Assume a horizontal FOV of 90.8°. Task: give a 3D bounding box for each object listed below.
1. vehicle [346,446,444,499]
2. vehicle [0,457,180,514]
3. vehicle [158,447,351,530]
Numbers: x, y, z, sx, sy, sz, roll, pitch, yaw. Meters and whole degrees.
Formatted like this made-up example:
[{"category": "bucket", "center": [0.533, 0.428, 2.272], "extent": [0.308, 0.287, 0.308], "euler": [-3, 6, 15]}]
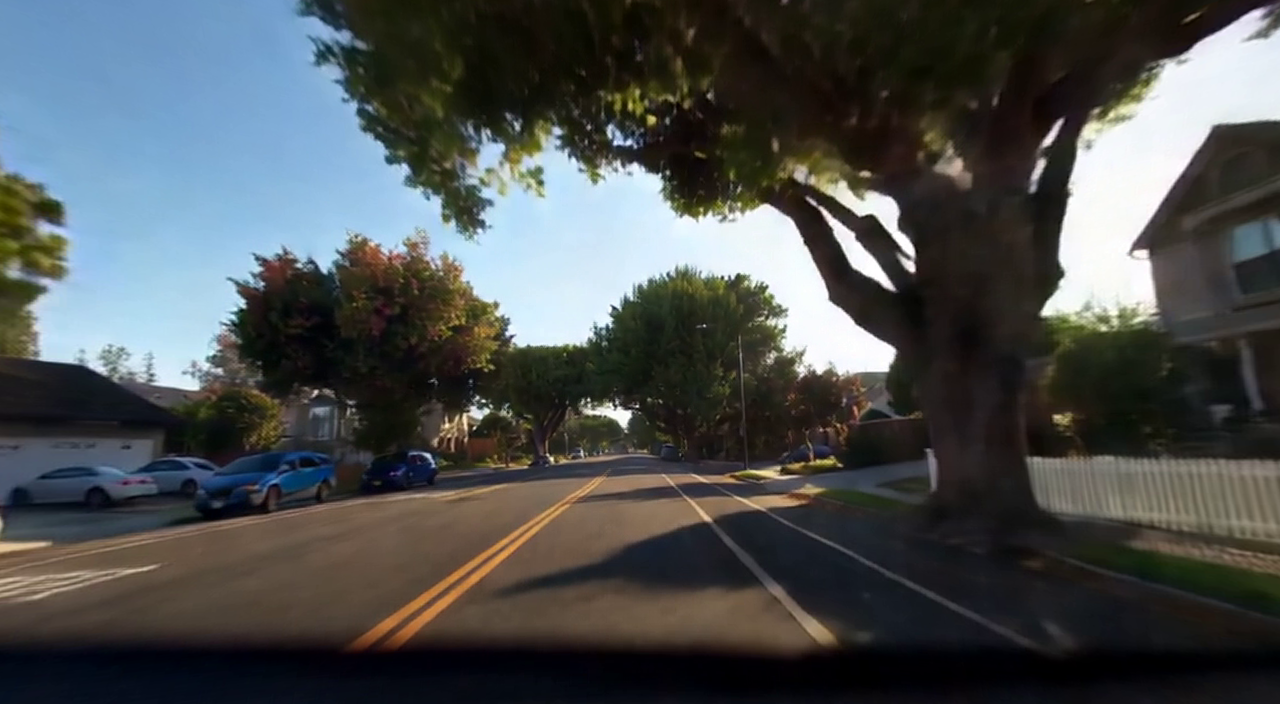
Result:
[{"category": "vehicle", "center": [-11.113, 5.443, 29.195], "extent": [2.241, 1.944, 5.709], "euler": [-4, -8, 0]}, {"category": "vehicle", "center": [-17.523, 4.216, 20.166], "extent": [4.208, 1.658, 1.800], "euler": [0, -9, 0]}, {"category": "vehicle", "center": [-11.100, 3.909, 18.899], "extent": [2.341, 1.835, 5.570], "euler": [-3, -7, 0]}]
